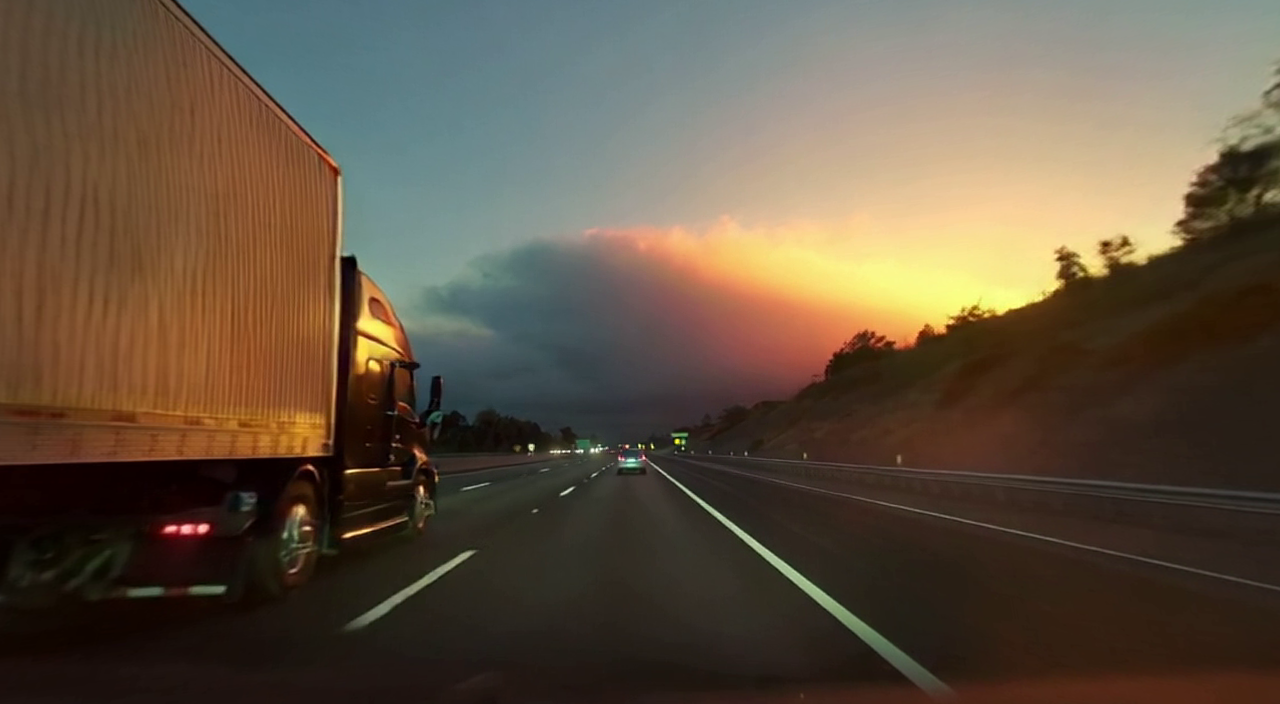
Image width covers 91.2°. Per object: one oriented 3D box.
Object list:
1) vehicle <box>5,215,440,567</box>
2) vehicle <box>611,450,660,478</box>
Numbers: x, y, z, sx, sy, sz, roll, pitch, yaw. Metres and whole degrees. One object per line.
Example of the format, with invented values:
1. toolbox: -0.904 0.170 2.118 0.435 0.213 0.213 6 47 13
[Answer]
1. vehicle: -4.209 0.474 7.092 3.036 3.291 2.419 0 -9 -2
2. vehicle: -0.259 5.921 33.449 2.398 1.336 5.698 0 -9 -1
